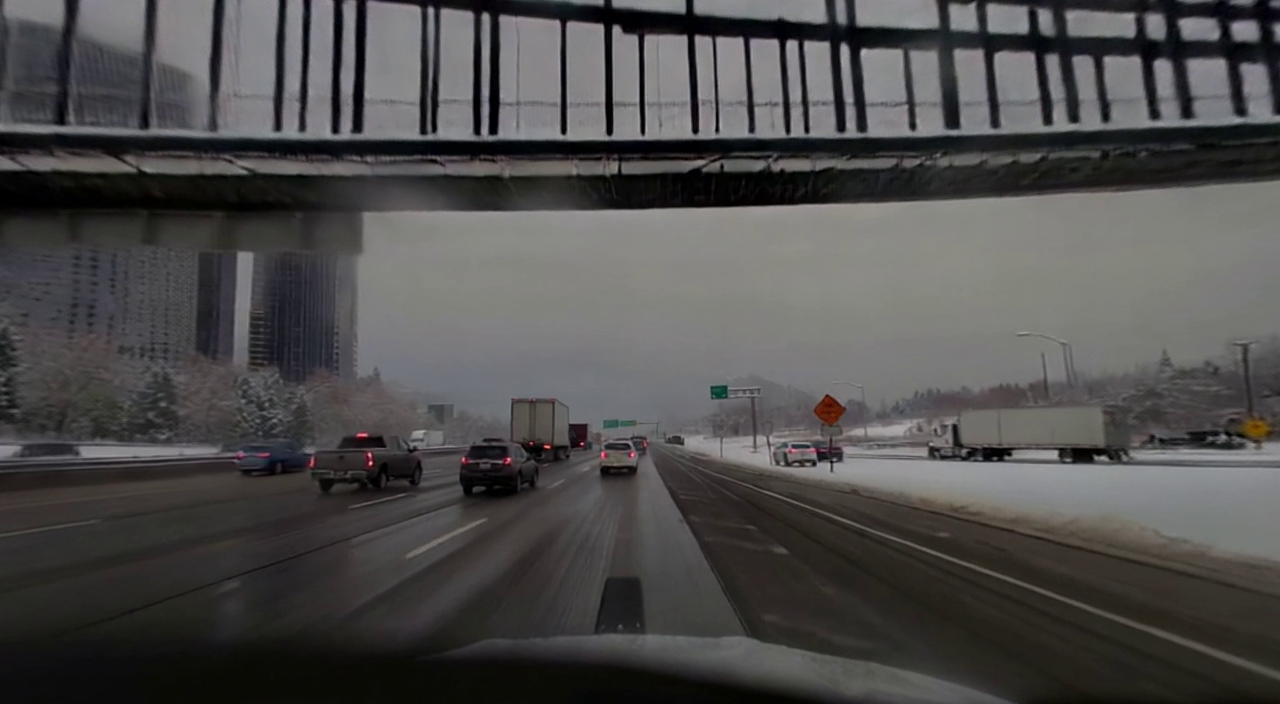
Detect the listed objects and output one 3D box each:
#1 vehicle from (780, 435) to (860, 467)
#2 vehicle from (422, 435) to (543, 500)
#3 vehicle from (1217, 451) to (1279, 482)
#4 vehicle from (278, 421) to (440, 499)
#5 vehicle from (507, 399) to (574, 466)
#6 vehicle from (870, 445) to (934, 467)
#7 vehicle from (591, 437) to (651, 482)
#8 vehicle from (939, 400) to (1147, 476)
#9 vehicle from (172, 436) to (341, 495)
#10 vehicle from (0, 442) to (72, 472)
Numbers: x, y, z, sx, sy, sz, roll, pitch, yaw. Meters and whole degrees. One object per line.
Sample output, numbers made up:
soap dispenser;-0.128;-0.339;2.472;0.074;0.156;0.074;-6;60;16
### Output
vehicle;12.096;6.699;42.738;2.415;1.972;5.572;3;-9;-19
vehicle;-4.005;3.006;16.810;2.016;1.497;4.235;0;-9;2
vehicle;32.808;5.875;32.332;4.258;1.498;1.904;-1;-9;5
vehicle;-7.493;2.938;17.483;2.190;1.821;4.800;0;-8;1
vehicle;-5.459;4.694;36.010;2.955;3.359;8.322;1;-9;-4
vehicle;19.005;7.544;45.935;1.902;1.494;4.239;3;-9;-19
vehicle;-0.635;3.895;23.003;1.991;1.488;3.922;0;-9;0
vehicle;23.069;5.055;36.700;3.015;3.855;9.519;8;-12;-43
vehicle;-11.070;3.291;18.701;1.987;1.495;4.710;0;-8;1
vehicle;-37.257;6.249;37.768;1.955;1.667;4.683;0;-9;-1
